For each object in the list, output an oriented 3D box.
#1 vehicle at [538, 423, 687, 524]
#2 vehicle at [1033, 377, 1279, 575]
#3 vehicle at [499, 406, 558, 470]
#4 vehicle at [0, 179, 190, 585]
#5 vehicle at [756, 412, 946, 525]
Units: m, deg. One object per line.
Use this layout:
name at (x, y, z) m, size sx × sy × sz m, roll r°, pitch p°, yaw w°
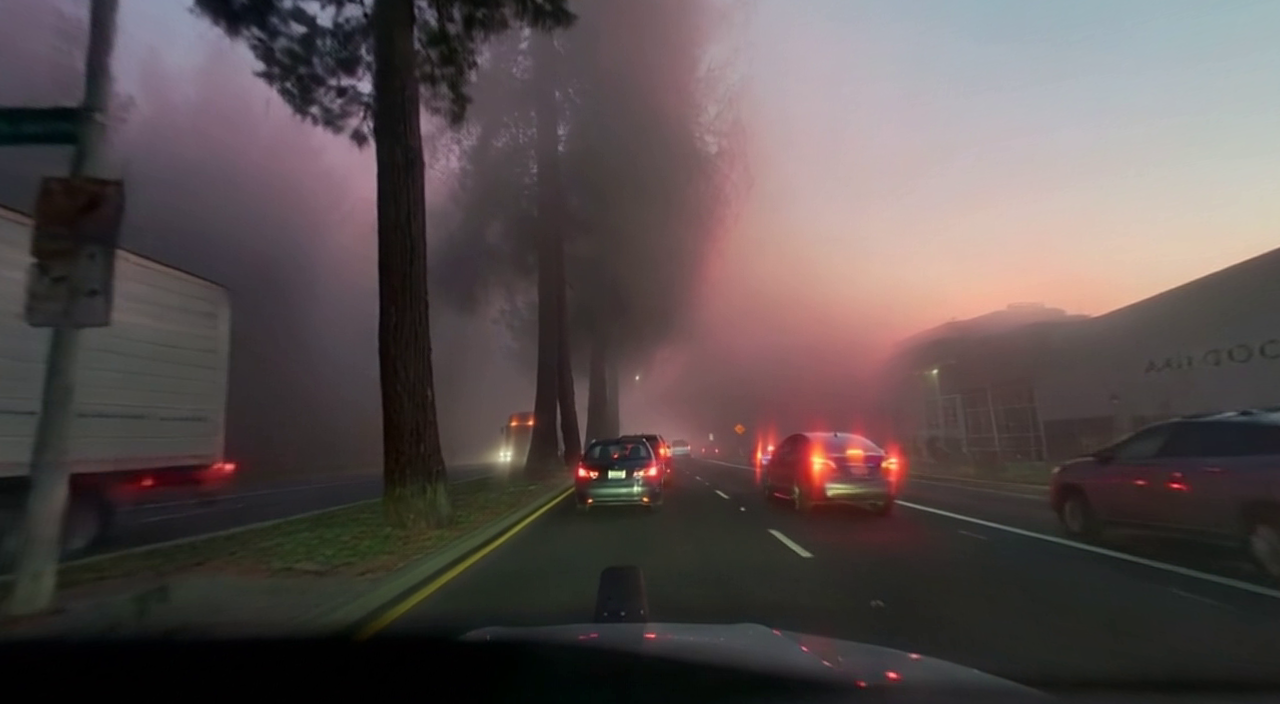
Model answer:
vehicle at (-0.426, 2.214, 11.912) m, size 2.315 × 1.563 × 4.080 m, roll 0°, pitch -8°, yaw 0°
vehicle at (7.588, 1.434, 7.578) m, size 2.425 × 1.936 × 5.081 m, roll 0°, pitch -8°, yaw 1°
vehicle at (-8.042, 6.372, 46.317) m, size 3.043 × 4.303 × 6.343 m, roll 0°, pitch -8°, yaw 1°
vehicle at (-8.433, -0.519, 1.043) m, size 3.250 × 4.249 × 16.263 m, roll 0°, pitch -8°, yaw 1°
vehicle at (3.741, 2.175, 12.220) m, size 2.090 × 1.763 × 4.560 m, roll 0°, pitch -8°, yaw 0°
